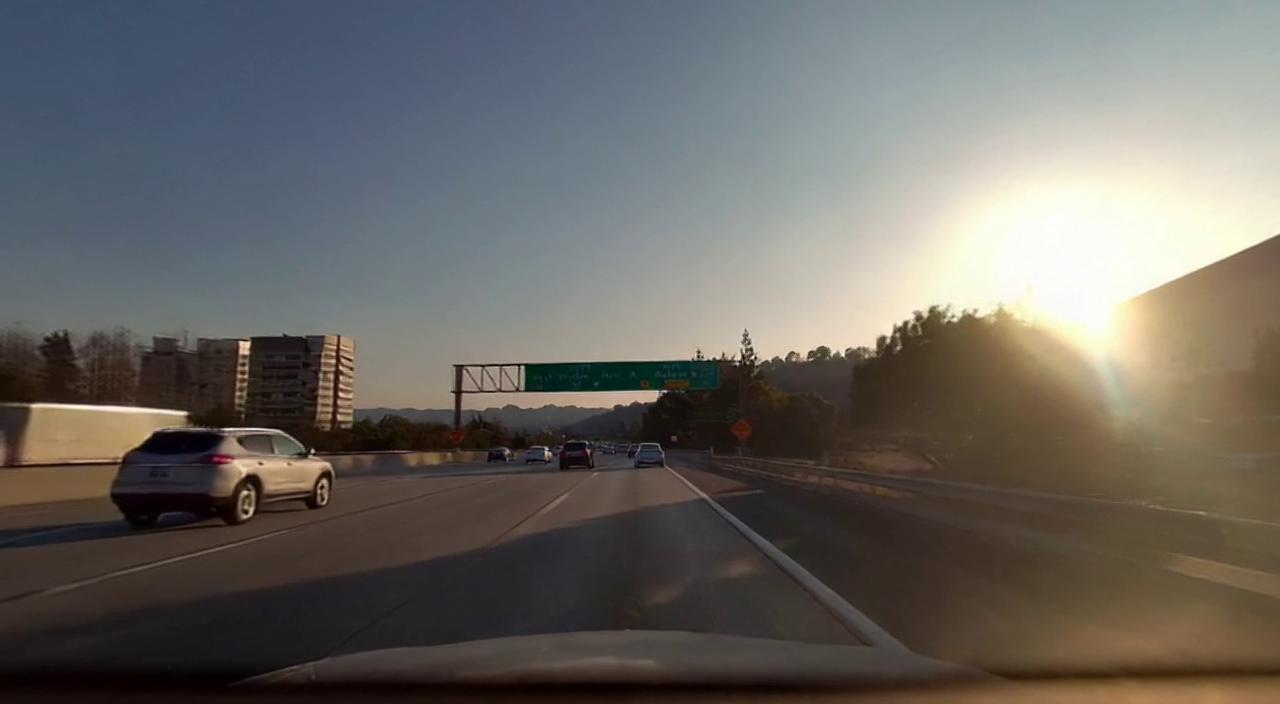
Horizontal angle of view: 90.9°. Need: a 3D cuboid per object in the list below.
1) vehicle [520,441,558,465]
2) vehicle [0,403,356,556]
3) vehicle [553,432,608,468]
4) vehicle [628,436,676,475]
[{"bbox_3d":[-7.681,7.741,48.572,2.078,1.779,4.610,0,-8,1],"label":"vehicle"},{"bbox_3d":[-7.655,2.033,10.936,2.521,1.901,5.988,0,-8,2],"label":"vehicle"},{"bbox_3d":[-3.631,6.163,39.704,2.751,2.050,5.761,0,-8,1],"label":"vehicle"},{"bbox_3d":[0.544,4.970,30.451,2.135,1.697,4.757,0,-8,0],"label":"vehicle"}]
